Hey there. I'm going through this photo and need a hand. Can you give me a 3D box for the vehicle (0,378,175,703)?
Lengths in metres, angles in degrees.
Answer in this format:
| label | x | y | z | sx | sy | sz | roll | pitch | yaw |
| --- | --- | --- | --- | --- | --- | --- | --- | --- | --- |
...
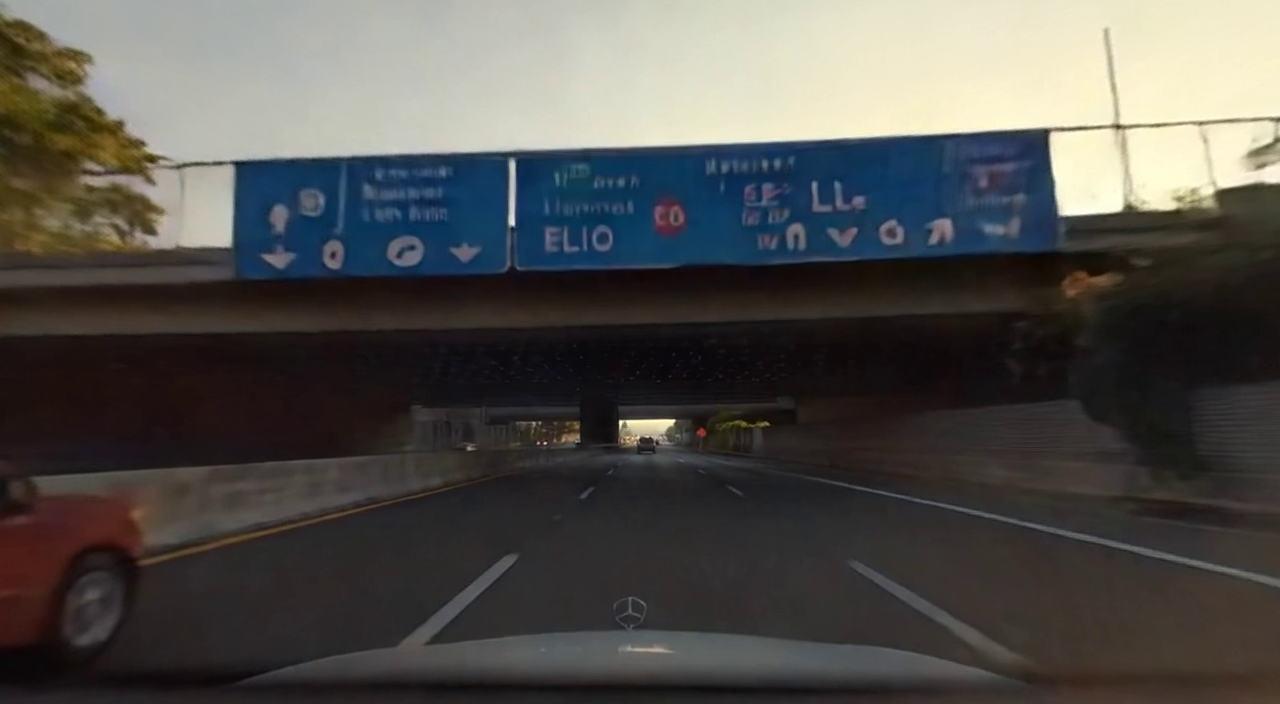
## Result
| label | x | y | z | sx | sy | sz | roll | pitch | yaw |
| --- | --- | --- | --- | --- | --- | --- | --- | --- | --- |
| vehicle | -3.982 | 0.731 | 1.760 | 2.051 | 1.531 | 4.250 | 0 | -8 | 1 |
